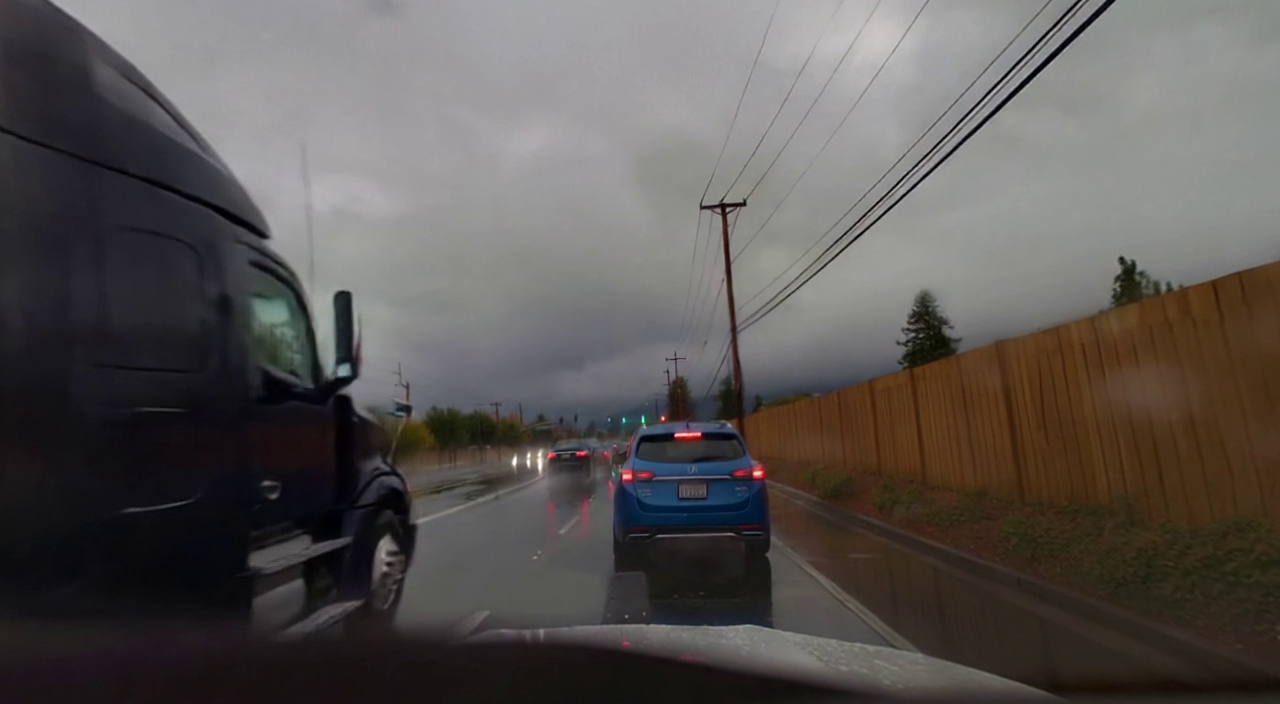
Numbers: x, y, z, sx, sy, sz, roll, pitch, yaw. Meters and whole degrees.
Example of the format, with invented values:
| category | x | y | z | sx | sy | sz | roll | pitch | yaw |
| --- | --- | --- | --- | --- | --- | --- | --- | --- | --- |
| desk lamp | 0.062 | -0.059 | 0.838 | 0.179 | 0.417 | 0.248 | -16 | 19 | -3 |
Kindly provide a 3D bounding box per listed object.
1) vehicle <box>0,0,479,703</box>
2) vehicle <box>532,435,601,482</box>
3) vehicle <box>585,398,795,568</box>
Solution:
| category | x | y | z | sx | sy | sz | roll | pitch | yaw |
| --- | --- | --- | --- | --- | --- | --- | --- | --- | --- |
| vehicle | -3.093 | -0.039 | 1.668 | 2.928 | 3.658 | 8.980 | 0 | -9 | 0 |
| vehicle | -2.703 | 4.077 | 24.309 | 2.037 | 1.639 | 4.213 | 0 | -9 | 2 |
| vehicle | 0.495 | 1.673 | 8.695 | 2.174 | 1.749 | 4.113 | 0 | -9 | -1 |
